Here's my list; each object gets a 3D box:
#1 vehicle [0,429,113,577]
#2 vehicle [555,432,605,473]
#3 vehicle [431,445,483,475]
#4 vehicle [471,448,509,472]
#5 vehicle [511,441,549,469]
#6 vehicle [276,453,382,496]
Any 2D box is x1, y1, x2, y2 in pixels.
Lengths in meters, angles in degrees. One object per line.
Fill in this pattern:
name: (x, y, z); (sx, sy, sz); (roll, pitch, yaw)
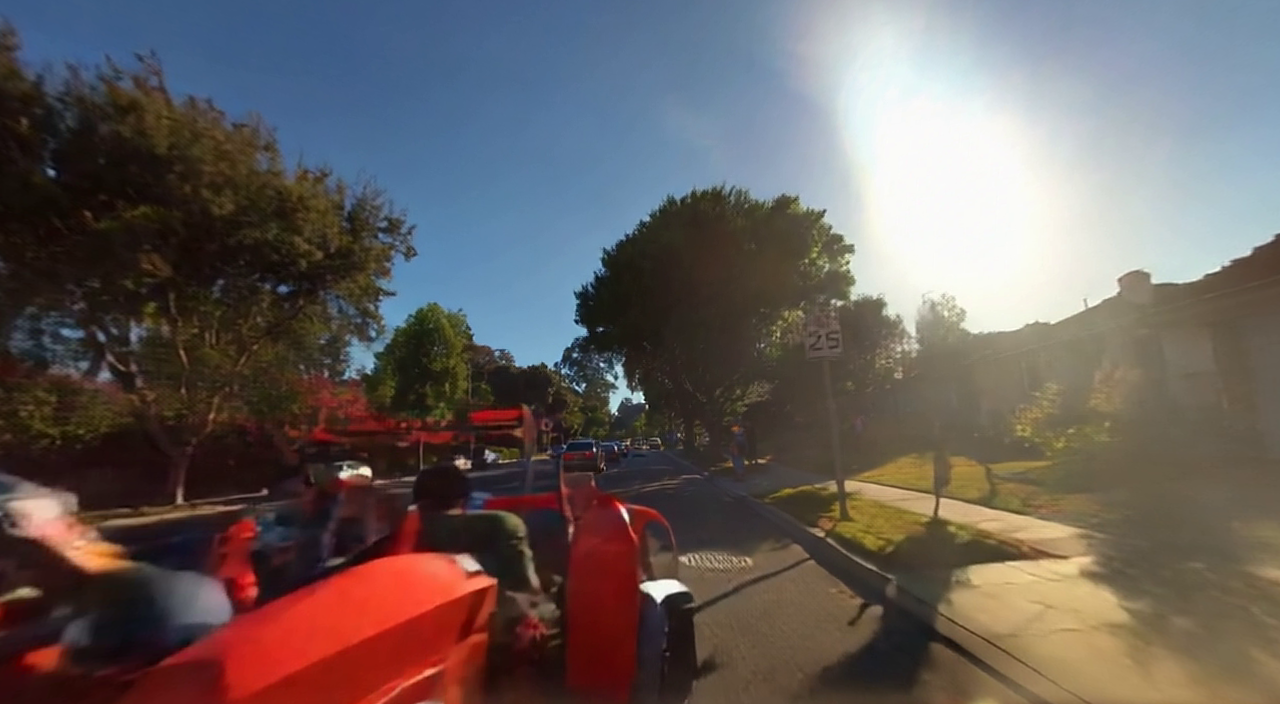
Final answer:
vehicle: (-8.888, 1.724, 6.603); (2.060, 1.785, 5.303); (-2, -8, 1)
vehicle: (-2.832, 4.859, 30.554); (1.908, 1.809, 4.230); (-1, -8, 1)
vehicle: (-11.699, 6.944, 40.577); (1.904, 1.728, 4.997); (1, -8, -1)
vehicle: (-11.662, 8.401, 49.067); (1.910, 1.462, 4.581); (-4, -7, -1)
vehicle: (-8.543, 8.036, 49.168); (2.019, 1.907, 4.697); (-4, -8, 1)
vehicle: (-12.181, 4.800, 24.995); (1.887, 1.469, 4.691); (-1, -9, -1)
